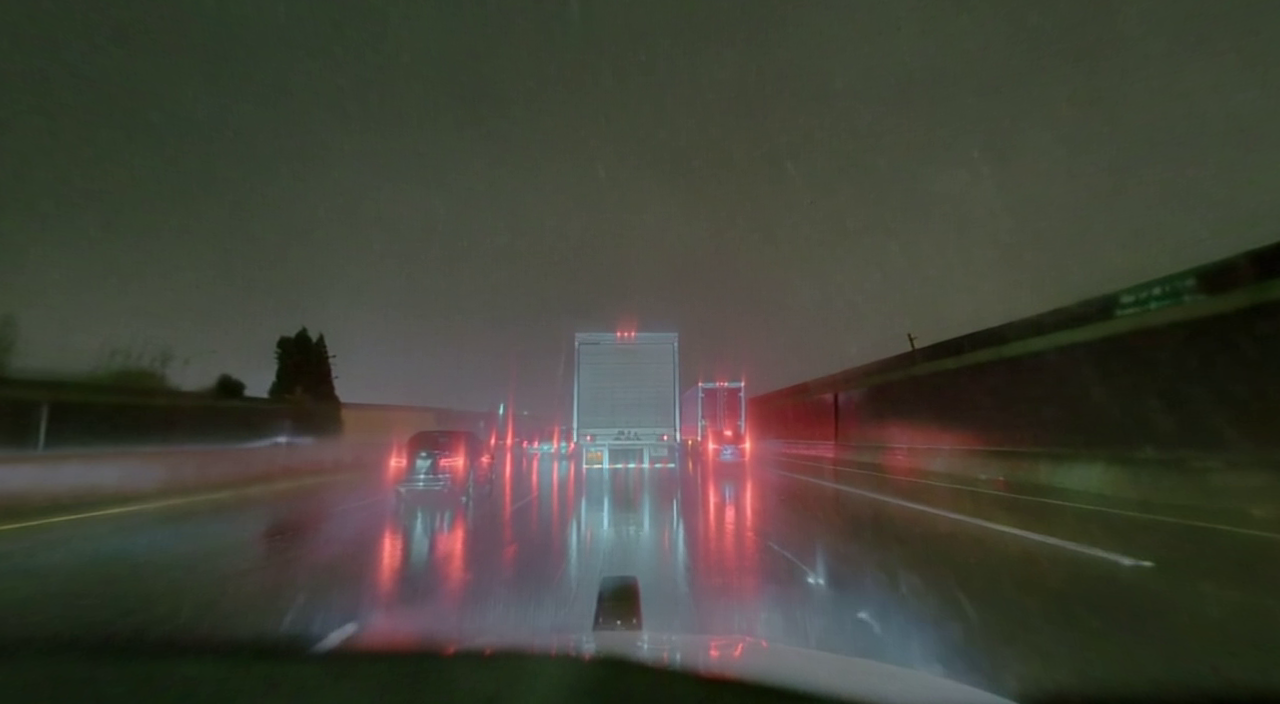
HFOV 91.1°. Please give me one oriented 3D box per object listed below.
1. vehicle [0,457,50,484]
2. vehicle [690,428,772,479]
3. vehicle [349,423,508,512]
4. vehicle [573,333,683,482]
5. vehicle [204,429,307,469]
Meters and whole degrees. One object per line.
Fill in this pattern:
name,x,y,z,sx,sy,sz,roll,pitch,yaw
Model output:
vehicle,-39.003,7.246,38.316,1.762,1.501,4.228,-1,-8,6
vehicle,2.890,3.307,20.858,1.976,1.513,4.065,0,-8,-2
vehicle,-4.008,2.220,12.648,1.882,1.493,3.828,0,-8,0
vehicle,-0.450,2.132,21.938,2.938,4.033,9.980,0,-8,-1
vehicle,-19.751,4.993,32.617,2.233,1.914,4.893,0,-8,-1
